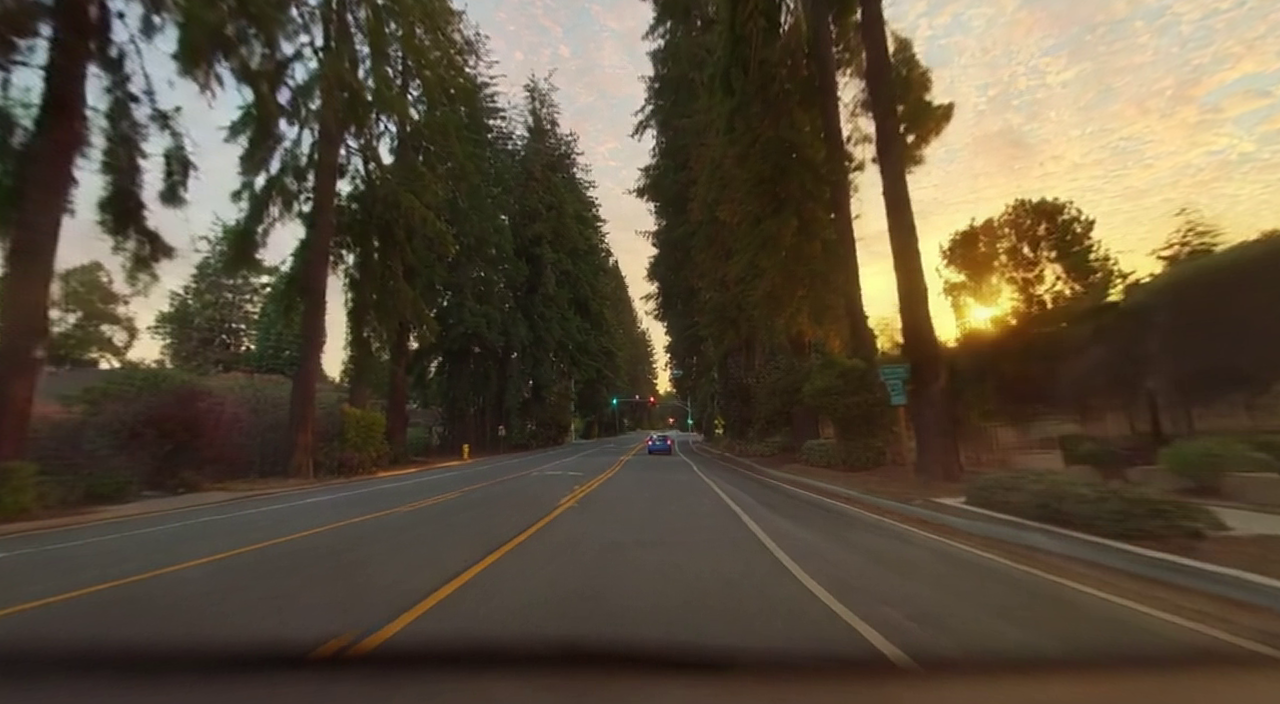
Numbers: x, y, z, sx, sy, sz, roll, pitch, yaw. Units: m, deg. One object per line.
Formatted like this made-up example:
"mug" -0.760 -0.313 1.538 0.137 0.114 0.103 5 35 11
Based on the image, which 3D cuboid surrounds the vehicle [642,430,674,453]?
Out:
"vehicle" 1.215 6.138 43.023 2.067 1.486 3.861 -1 -9 2
